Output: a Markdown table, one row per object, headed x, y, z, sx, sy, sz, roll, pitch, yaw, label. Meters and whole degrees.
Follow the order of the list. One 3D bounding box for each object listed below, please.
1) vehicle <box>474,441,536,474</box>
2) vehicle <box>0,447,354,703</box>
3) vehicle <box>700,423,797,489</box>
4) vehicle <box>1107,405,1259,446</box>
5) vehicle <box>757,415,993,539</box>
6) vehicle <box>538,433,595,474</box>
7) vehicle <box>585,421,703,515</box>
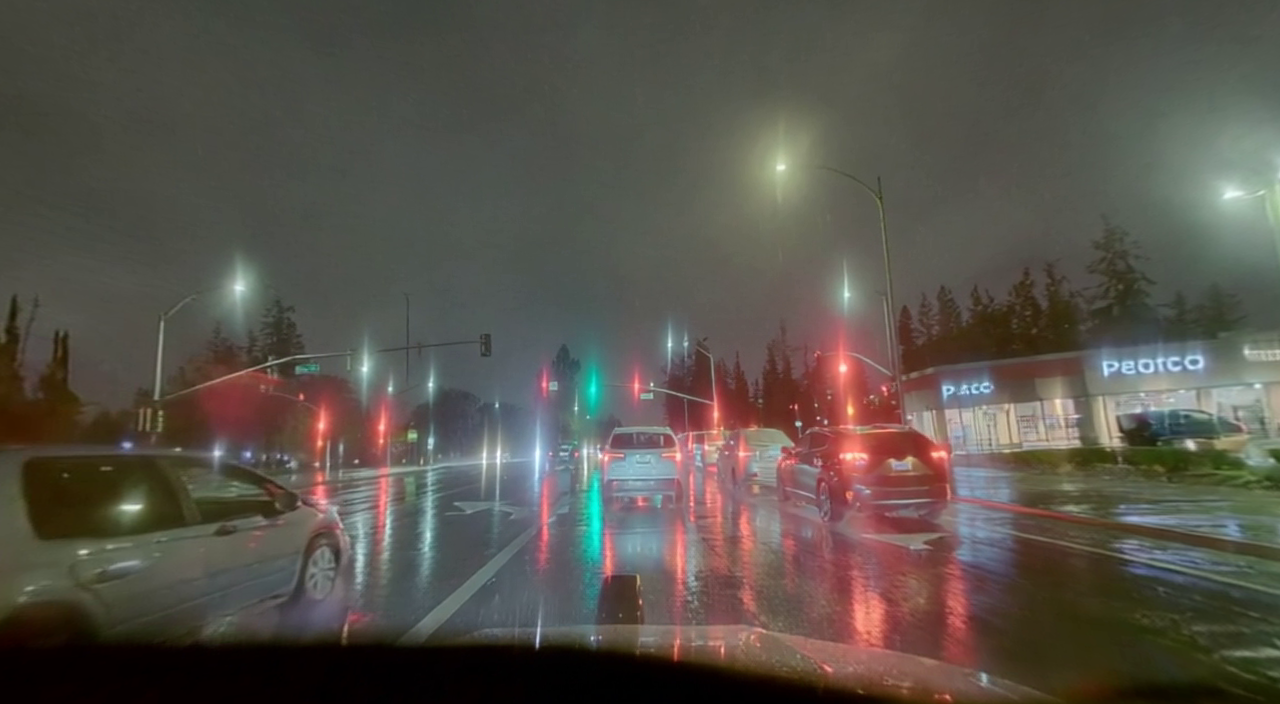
| x | y | z | sx | sy | sz | roll | pitch | yaw | label |
| --- | --- | --- | --- | --- | --- | --- | --- | --- | --- |
| -6.451 | 5.100 | 30.686 | 1.954 | 1.473 | 4.350 | 0 | -9 | 1 | vehicle |
| -3.536 | 1.204 | 3.500 | 1.980 | 1.321 | 4.113 | 0 | -9 | 0 | vehicle |
| 3.271 | 3.265 | 20.063 | 2.144 | 1.802 | 4.609 | 0 | -9 | -1 | vehicle |
| 24.049 | 3.305 | 28.114 | 4.854 | 1.712 | 2.017 | 0 | -9 | -1 | vehicle |
| 3.622 | 2.031 | 10.902 | 2.198 | 1.660 | 4.512 | 0 | -9 | -2 | vehicle |
| -3.382 | 4.777 | 29.965 | 2.106 | 1.778 | 4.444 | 0 | -9 | 1 | vehicle |
| -0.014 | 2.421 | 13.577 | 2.146 | 1.685 | 4.003 | 0 | -9 | -2 | vehicle |
